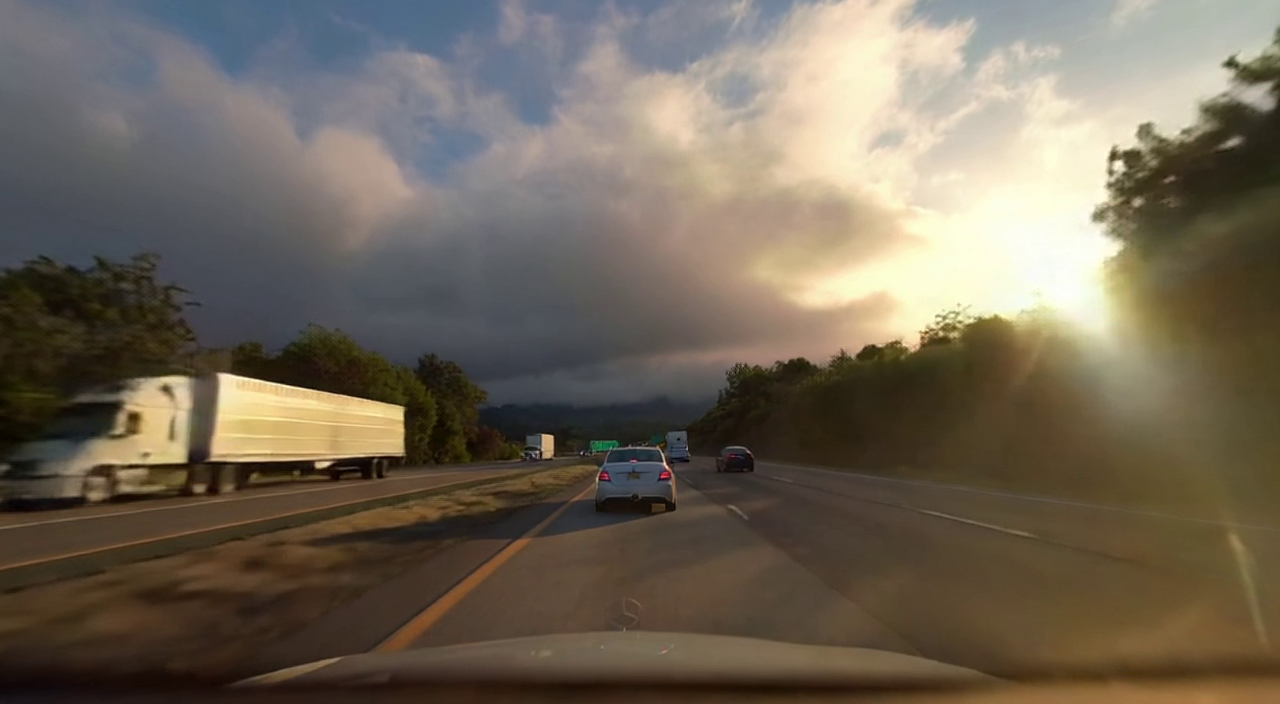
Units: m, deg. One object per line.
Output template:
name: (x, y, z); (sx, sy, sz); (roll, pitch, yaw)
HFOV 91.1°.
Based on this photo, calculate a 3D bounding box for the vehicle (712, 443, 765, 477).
vehicle: (4.724, 5.233, 30.728); (1.931, 1.516, 3.995); (0, -9, -1)

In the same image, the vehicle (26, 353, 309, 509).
vehicle: (-13.612, 2.471, 19.204); (3.152, 3.893, 6.812); (0, -9, 0)

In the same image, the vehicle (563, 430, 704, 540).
vehicle: (-0.139, 2.255, 11.202); (2.088, 1.580, 3.657); (0, -9, -1)
